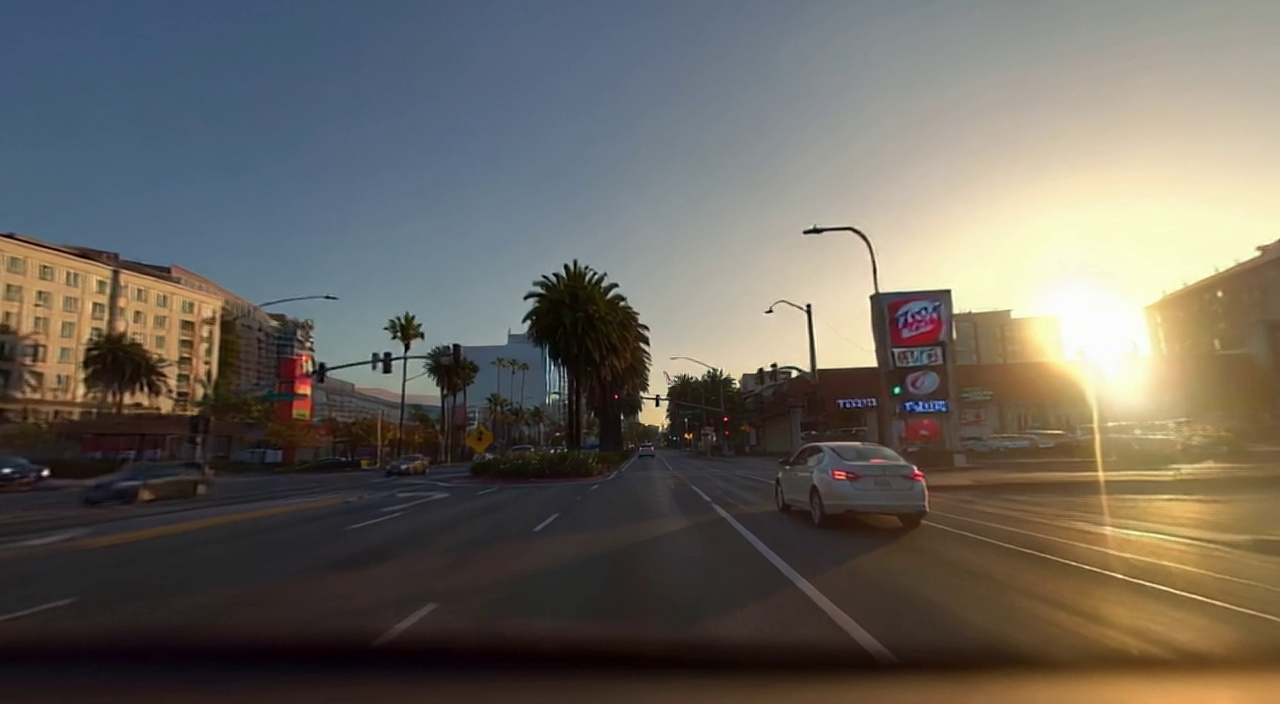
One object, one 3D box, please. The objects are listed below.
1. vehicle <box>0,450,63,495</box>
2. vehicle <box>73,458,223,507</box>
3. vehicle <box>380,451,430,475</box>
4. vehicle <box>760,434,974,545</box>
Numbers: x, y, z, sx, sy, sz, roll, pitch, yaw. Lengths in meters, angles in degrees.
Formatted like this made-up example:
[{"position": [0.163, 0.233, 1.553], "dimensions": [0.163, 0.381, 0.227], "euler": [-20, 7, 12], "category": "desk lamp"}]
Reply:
[{"position": [-31.406, 5.864, 30.984], "dimensions": [5.673, 2.029, 2.390], "euler": [-4, -9, 27], "category": "vehicle"}, {"position": [-17.699, 4.659, 22.981], "dimensions": [1.961, 1.500, 4.291], "euler": [0, -8, 0], "category": "vehicle"}, {"position": [-17.707, 8.362, 47.738], "dimensions": [1.899, 1.615, 4.784], "euler": [-1, -8, 1], "category": "vehicle"}, {"position": [3.535, 2.214, 10.974], "dimensions": [1.870, 1.467, 4.800], "euler": [0, -8, -1], "category": "vehicle"}]
